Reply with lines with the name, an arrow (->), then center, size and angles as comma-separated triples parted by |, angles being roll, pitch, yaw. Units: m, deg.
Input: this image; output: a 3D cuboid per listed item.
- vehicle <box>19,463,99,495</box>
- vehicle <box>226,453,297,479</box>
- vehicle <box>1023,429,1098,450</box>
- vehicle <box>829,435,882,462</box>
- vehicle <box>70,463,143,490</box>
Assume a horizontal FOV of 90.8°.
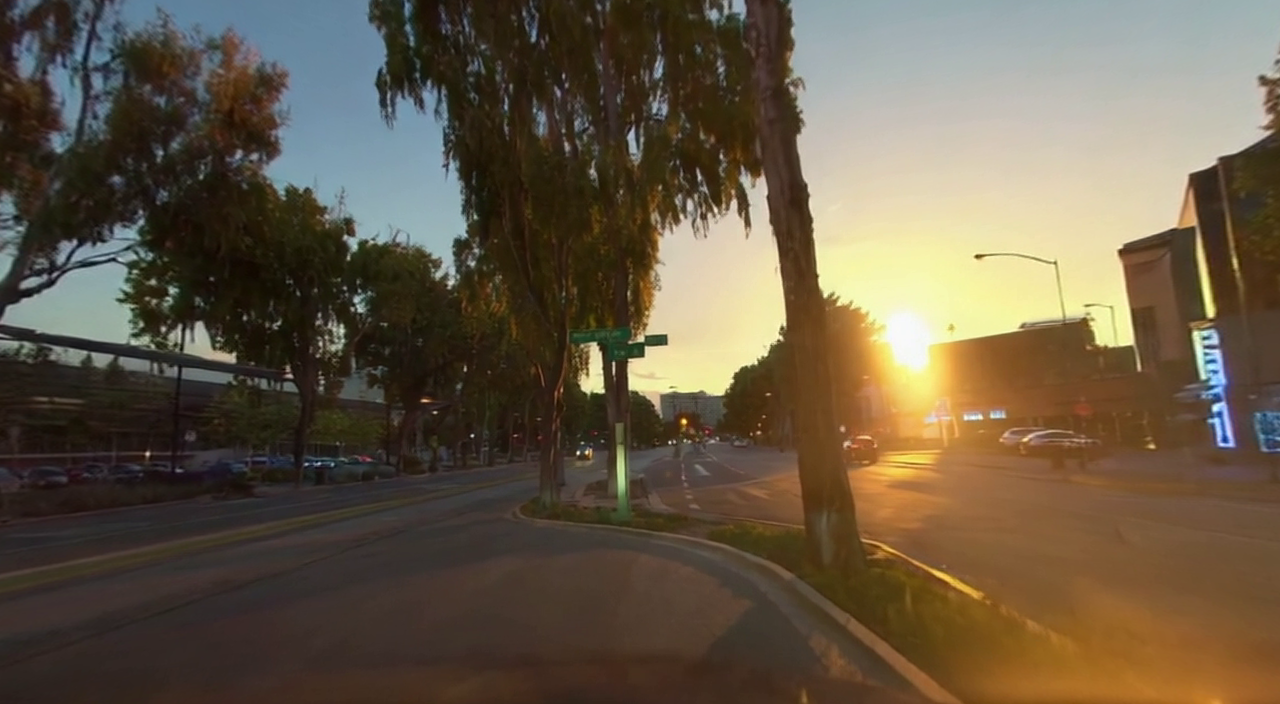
vehicle -> -33.207, 7.195, 36.033 | 5.124, 1.541, 2.121 | -6, -10, 34
vehicle -> -27.263, 8.143, 45.410 | 5.483, 1.719, 2.112 | -6, -10, 33
vehicle -> 29.159, 6.123, 43.880 | 3.839, 1.386, 1.816 | -1, -9, 7
vehicle -> 14.284, 6.436, 42.136 | 2.100, 1.638, 4.545 | -1, -9, 2
vehicle -> -33.692, 7.804, 39.847 | 4.416, 1.541, 2.102 | -6, -10, 31
